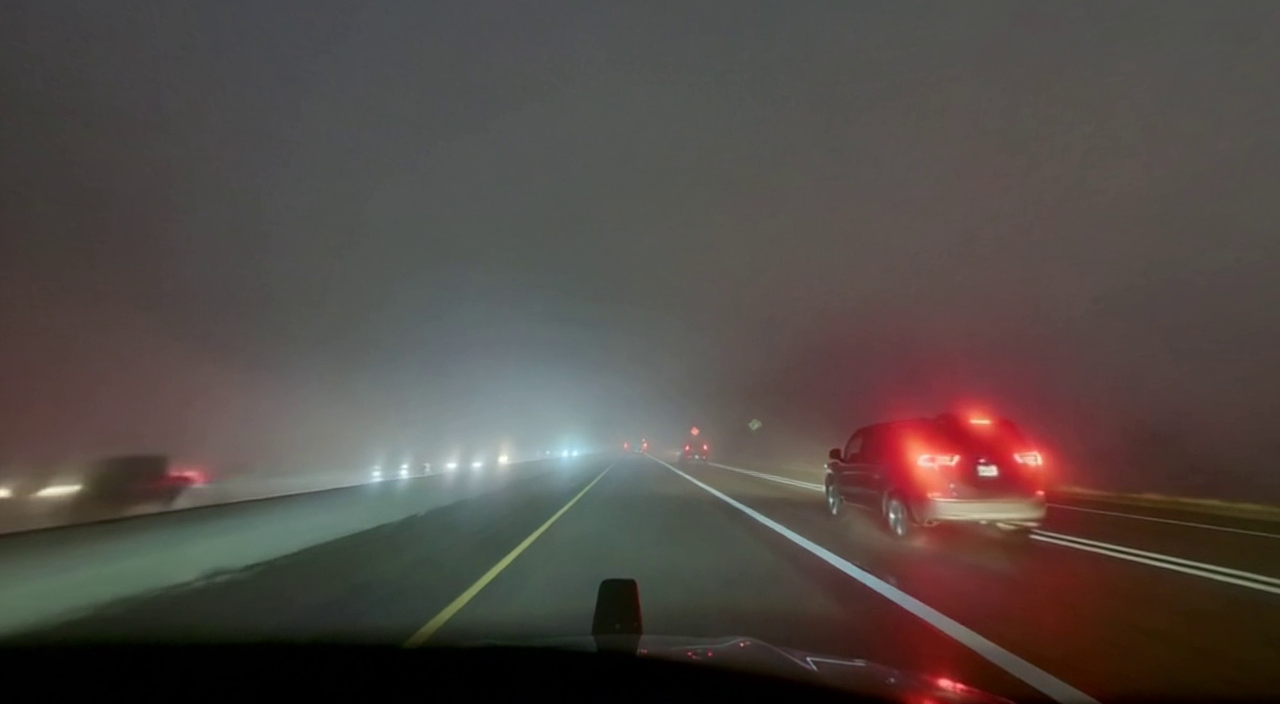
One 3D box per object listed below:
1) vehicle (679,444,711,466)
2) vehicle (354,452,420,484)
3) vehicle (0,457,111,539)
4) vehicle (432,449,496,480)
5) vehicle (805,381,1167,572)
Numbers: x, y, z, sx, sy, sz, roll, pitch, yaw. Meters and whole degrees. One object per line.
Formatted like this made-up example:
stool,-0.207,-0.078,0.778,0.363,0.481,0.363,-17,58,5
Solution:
vehicle,3.937,7.455,45.302,1.917,1.488,3.693,0,-9,-2
vehicle,-13.102,6.009,32.743,1.811,1.500,3.805,0,-9,1
vehicle,-13.095,2.844,12.255,1.902,1.516,4.079,0,-9,0
vehicle,-9.263,5.947,33.414,2.012,1.523,4.777,0,-9,0
vehicle,4.183,1.662,9.013,2.177,1.914,5.245,0,-9,0
